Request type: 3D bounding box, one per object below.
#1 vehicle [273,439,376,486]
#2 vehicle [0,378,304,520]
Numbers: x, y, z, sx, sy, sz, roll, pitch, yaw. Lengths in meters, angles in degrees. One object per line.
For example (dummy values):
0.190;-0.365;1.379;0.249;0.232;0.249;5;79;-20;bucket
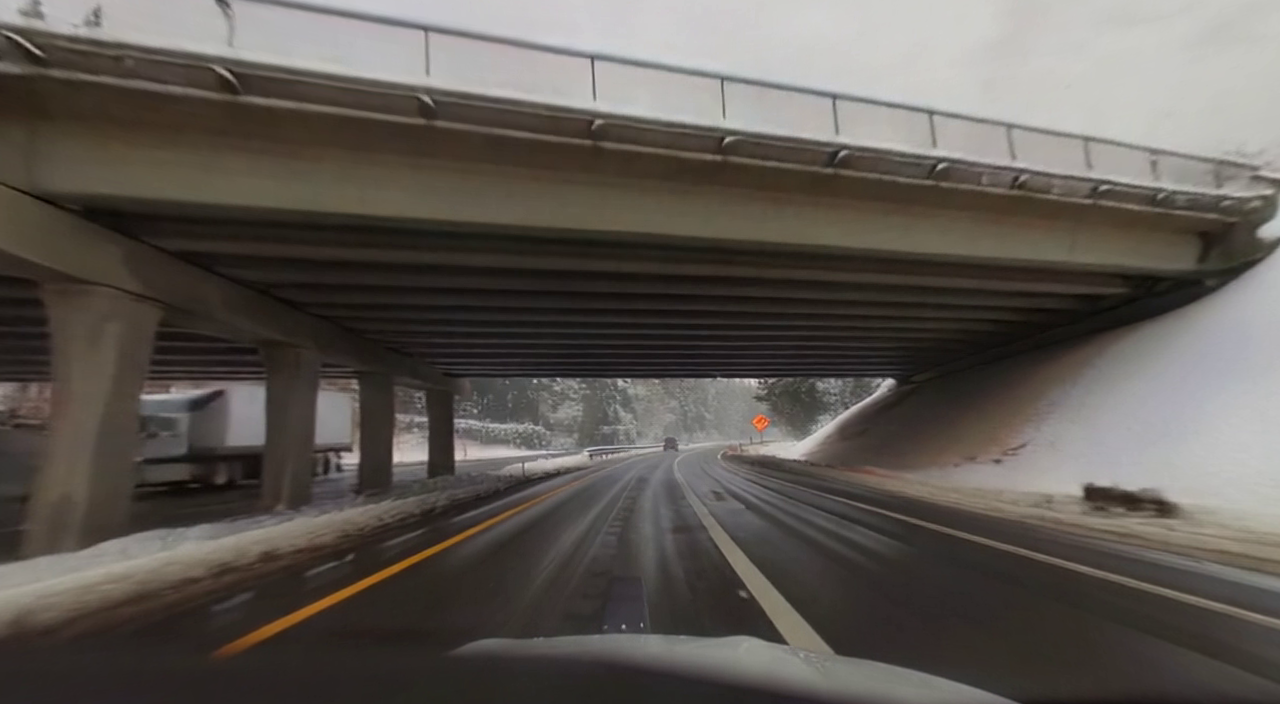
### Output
-14.090;4.922;28.528;2.023;1.956;4.623;-1;-8;3;vehicle
-14.544;2.971;19.909;2.775;3.490;8.472;0;-8;3;vehicle
